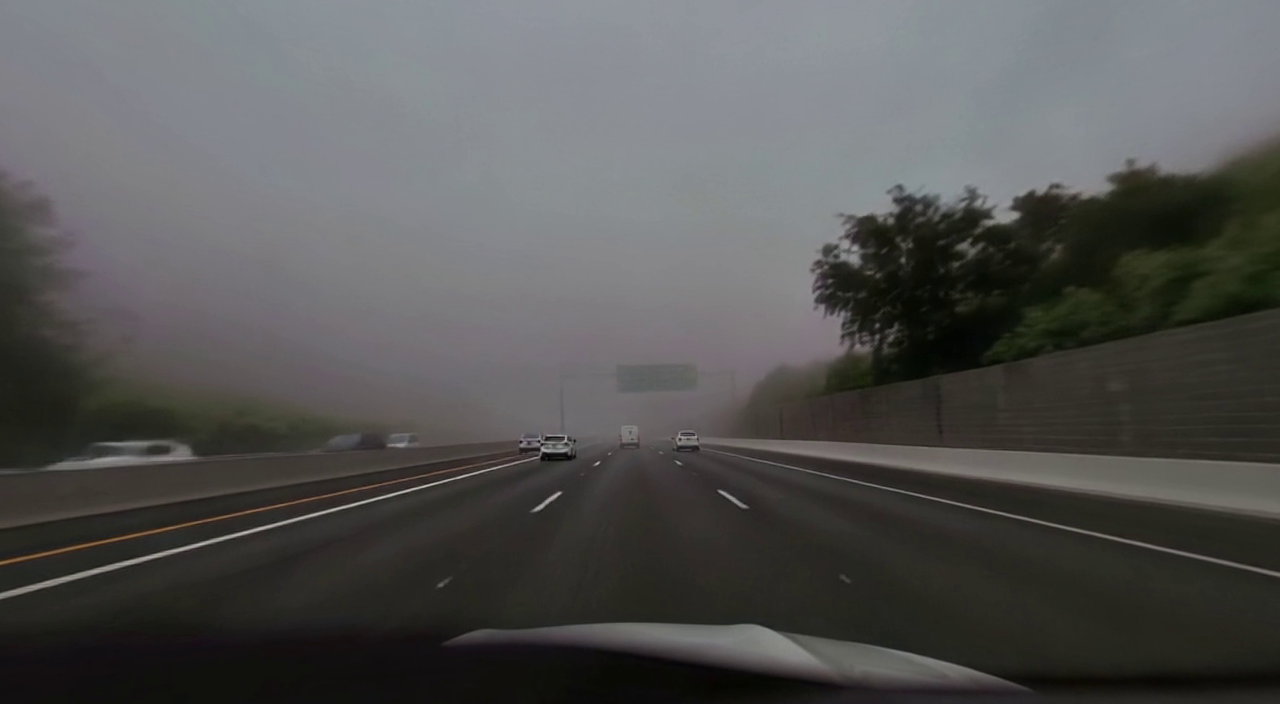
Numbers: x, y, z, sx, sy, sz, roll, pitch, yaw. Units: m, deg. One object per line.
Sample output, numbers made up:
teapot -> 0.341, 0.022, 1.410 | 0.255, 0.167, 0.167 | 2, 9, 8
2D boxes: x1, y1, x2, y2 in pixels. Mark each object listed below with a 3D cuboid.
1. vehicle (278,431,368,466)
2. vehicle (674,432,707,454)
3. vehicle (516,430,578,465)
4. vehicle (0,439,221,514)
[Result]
vehicle -> -15.350, 4.677, 30.830 | 1.932, 1.589, 4.686 | 0, -8, 0
vehicle -> 3.454, 6.325, 43.843 | 1.806, 1.469, 3.681 | 0, -8, -3
vehicle -> -4.152, 4.338, 28.802 | 2.204, 1.486, 4.121 | 0, -8, 0
vehicle -> -11.711, 2.634, 14.010 | 1.838, 1.375, 4.405 | 0, -8, -1
